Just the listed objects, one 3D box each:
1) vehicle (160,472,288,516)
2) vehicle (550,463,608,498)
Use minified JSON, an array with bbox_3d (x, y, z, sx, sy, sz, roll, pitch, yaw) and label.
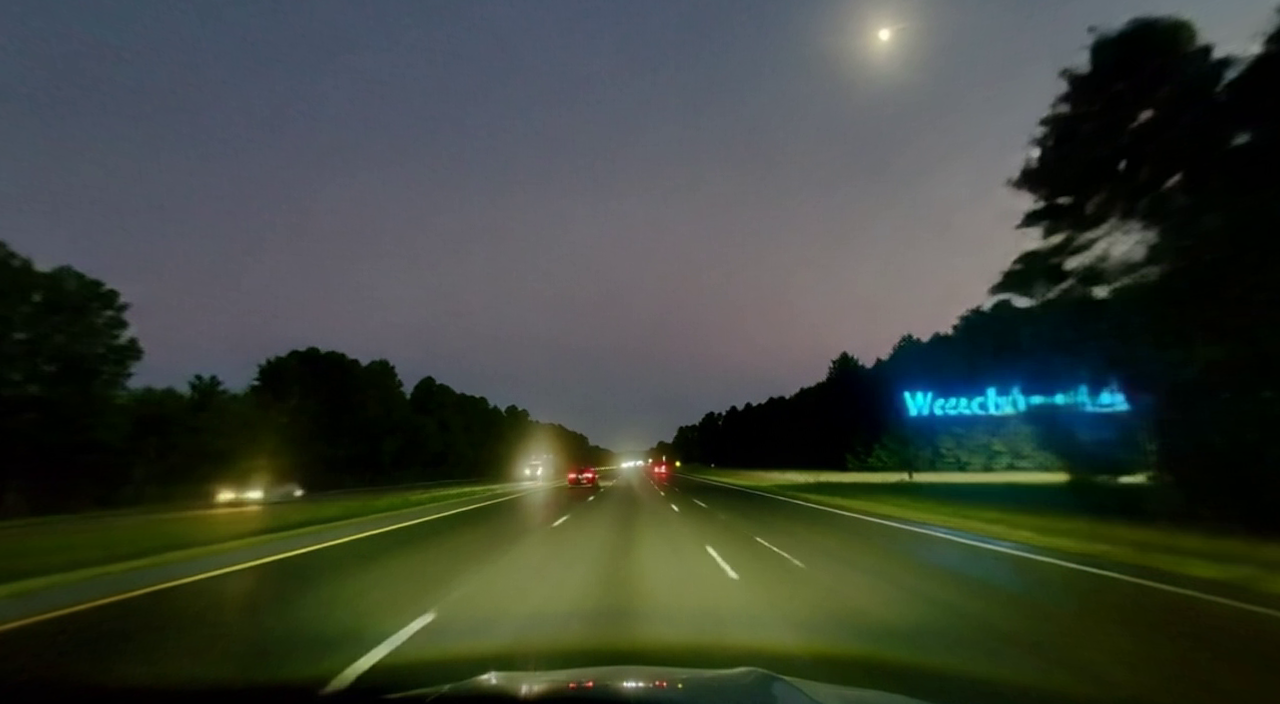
[{"bbox_3d":[-16.440,5.625,25.251,1.887,1.517,4.752,1,-10,-1],"label":"vehicle"},{"bbox_3d":[-2.707,5.889,29.120,2.183,1.435,4.653,0,-10,1],"label":"vehicle"}]
